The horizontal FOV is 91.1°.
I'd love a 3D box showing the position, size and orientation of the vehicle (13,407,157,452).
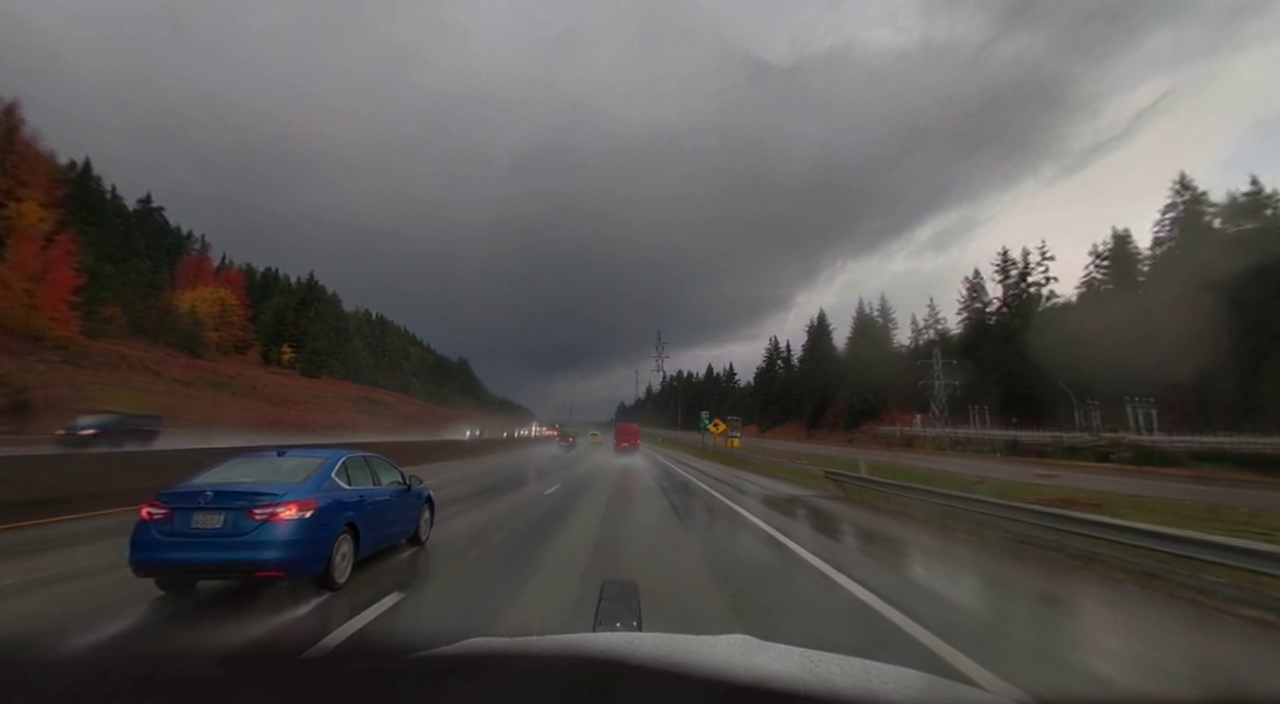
[{"bbox_3d":[-26.183,3.739,30.012,2.033,1.947,5.353,0,-8,-1],"label":"vehicle"}]
